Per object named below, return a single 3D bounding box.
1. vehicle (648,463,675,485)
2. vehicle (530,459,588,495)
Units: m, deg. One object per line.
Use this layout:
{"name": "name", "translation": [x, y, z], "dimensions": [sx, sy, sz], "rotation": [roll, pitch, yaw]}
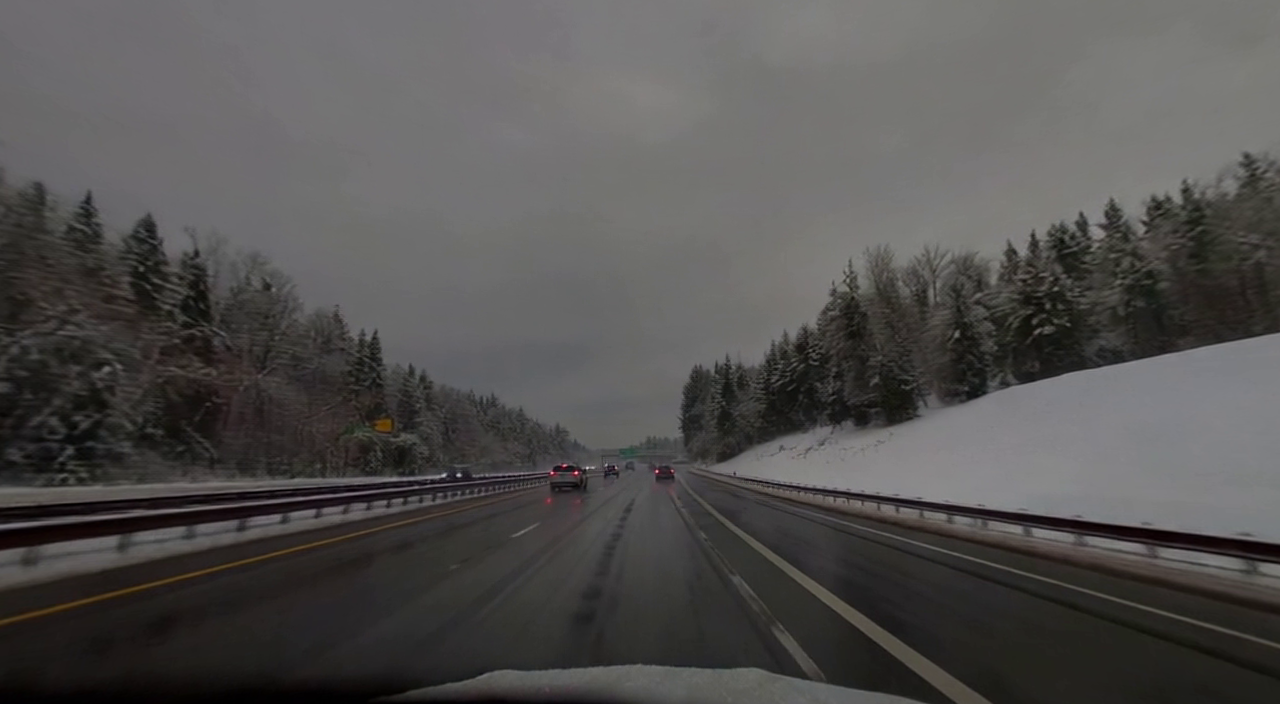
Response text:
{"name": "vehicle", "translation": [1.646, 9.461, 49.054], "dimensions": [2.000, 1.594, 3.996], "rotation": [1, -10, 2]}
{"name": "vehicle", "translation": [-3.810, 6.034, 30.529], "dimensions": [2.063, 1.556, 4.740], "rotation": [1, -10, 1]}
